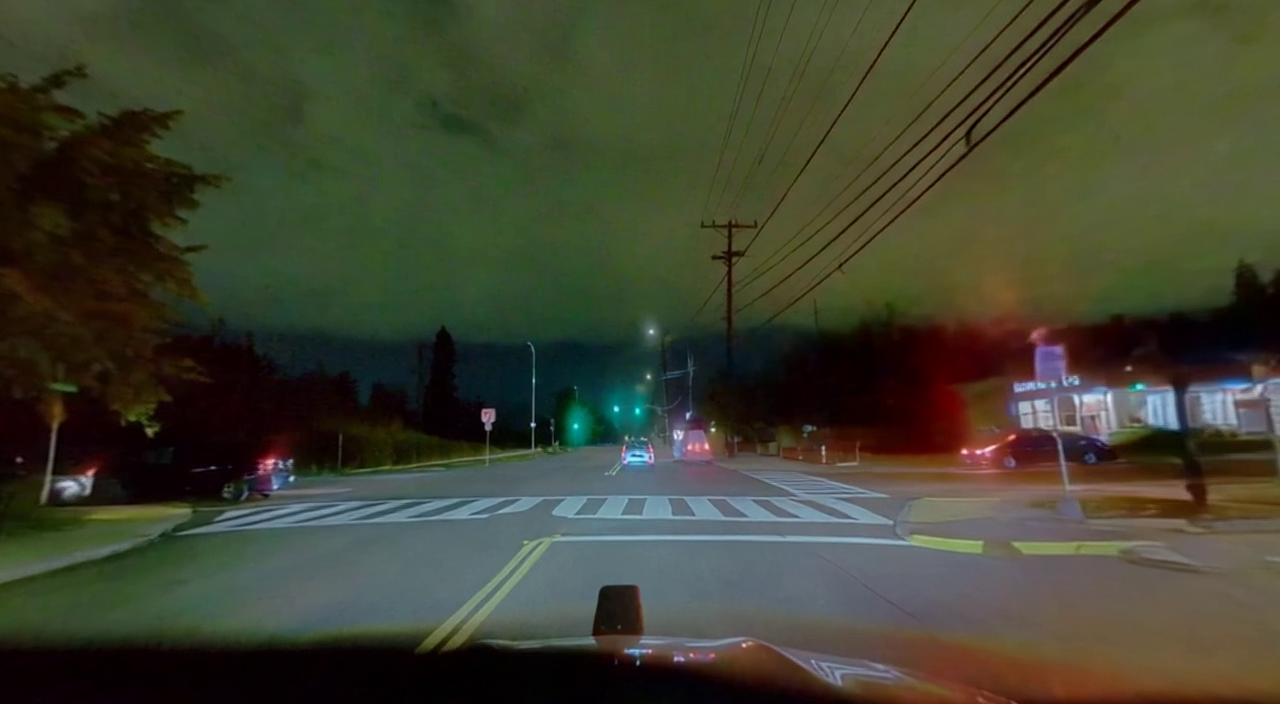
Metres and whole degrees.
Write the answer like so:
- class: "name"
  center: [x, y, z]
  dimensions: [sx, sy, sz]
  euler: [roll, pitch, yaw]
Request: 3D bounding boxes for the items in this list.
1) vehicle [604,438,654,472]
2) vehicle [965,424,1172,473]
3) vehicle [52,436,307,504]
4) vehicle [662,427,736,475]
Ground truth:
- class: "vehicle"
  center: [-0.576, 4.692, 29.049]
  dimensions: [1.874, 1.427, 3.976]
  euler: [1, -8, -7]
- class: "vehicle"
  center: [13.080, 2.983, 19.567]
  dimensions: [4.872, 1.400, 1.955]
  euler: [-1, -8, 3]
- class: "vehicle"
  center: [-13.800, 3.550, 19.337]
  dimensions: [5.866, 1.904, 2.197]
  euler: [1, -8, -6]
- class: "vehicle"
  center: [2.454, 4.371, 28.002]
  dimensions: [2.553, 1.868, 5.536]
  euler: [0, -8, -2]
